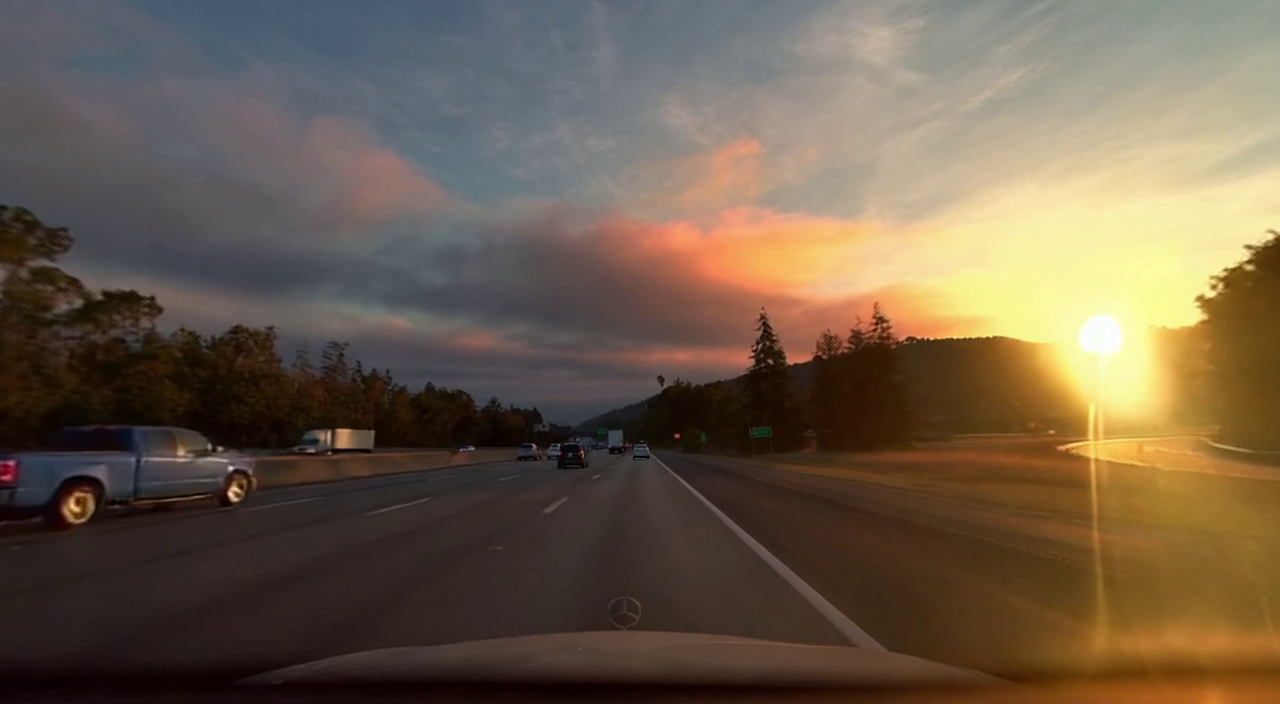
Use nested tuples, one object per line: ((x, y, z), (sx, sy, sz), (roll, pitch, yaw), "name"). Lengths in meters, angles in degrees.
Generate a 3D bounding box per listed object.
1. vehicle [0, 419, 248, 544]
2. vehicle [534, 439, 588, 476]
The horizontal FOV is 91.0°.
((-10.172, 2.268, 11.775), (2.146, 1.764, 5.510), (0, -9, -1), "vehicle")
((-3.900, 5.278, 31.671), (2.094, 1.695, 4.260), (0, -9, 1), "vehicle")
